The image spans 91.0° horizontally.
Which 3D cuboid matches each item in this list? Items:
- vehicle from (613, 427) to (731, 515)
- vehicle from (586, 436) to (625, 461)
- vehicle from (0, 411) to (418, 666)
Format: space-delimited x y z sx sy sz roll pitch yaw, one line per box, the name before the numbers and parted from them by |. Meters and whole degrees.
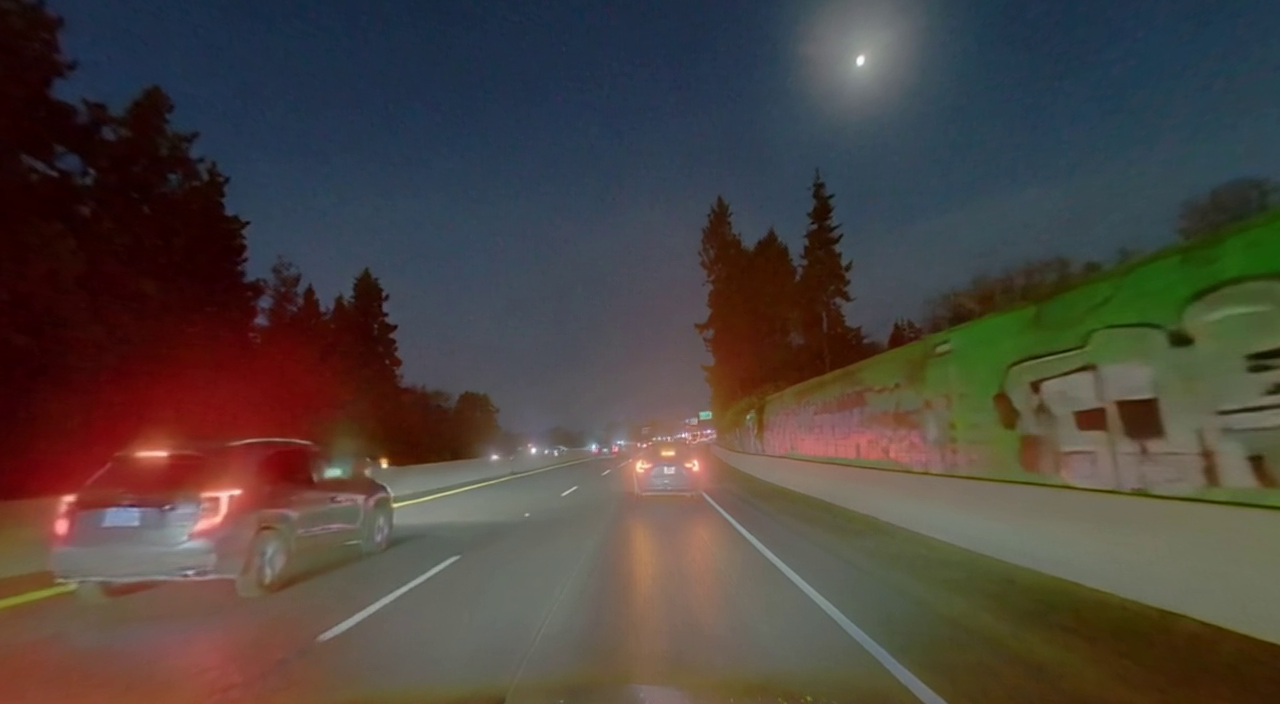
vehicle | 0.578 2.376 13.079 2.077 1.533 3.854 0 -8 0
vehicle | -2.197 6.345 41.427 2.105 1.571 3.727 -1 -8 4
vehicle | -3.881 1.390 5.823 2.059 1.471 4.152 0 -8 1
